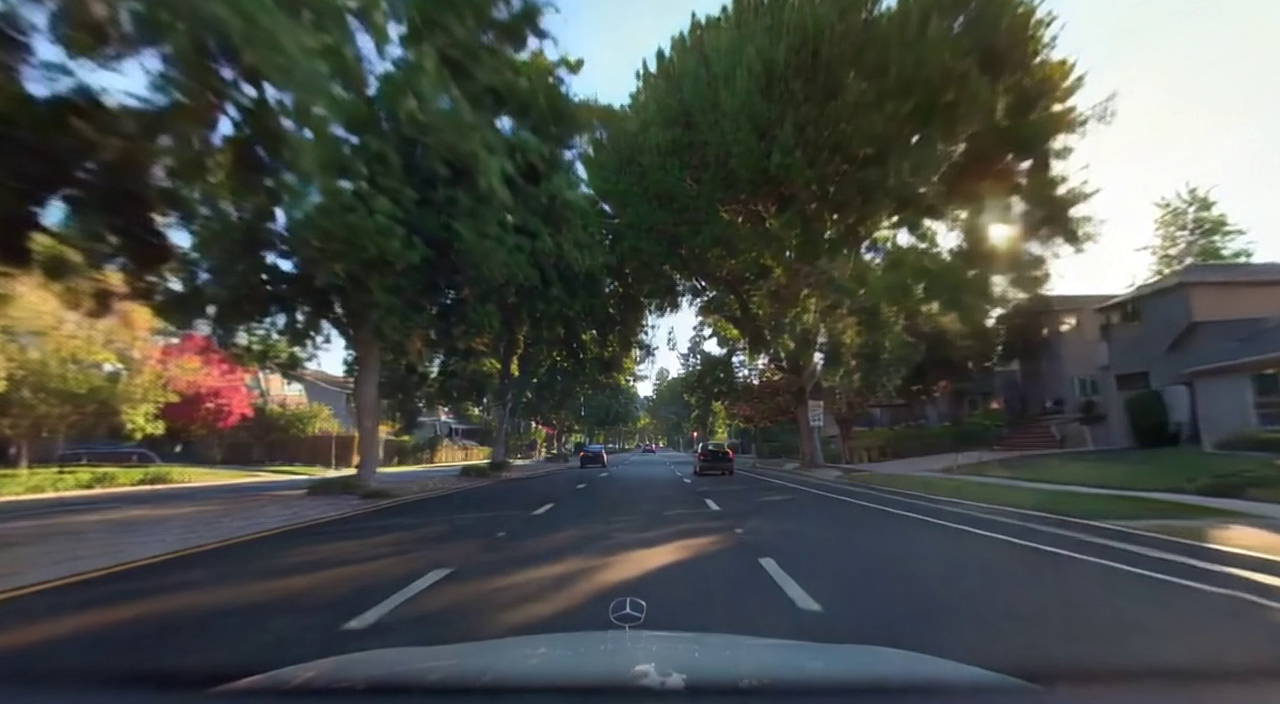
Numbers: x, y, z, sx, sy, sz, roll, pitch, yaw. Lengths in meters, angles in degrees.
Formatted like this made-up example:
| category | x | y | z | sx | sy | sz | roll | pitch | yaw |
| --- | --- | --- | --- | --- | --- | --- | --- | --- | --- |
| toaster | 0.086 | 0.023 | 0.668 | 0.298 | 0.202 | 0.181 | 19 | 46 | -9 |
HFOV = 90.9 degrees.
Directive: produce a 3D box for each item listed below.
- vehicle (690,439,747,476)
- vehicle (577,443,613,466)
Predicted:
| category | x | y | z | sx | sy | sz | roll | pitch | yaw |
| --- | --- | --- | --- | --- | --- | --- | --- | --- | --- |
| vehicle | 3.453 | 4.752 | 28.584 | 1.992 | 1.511 | 4.464 | 0 | -9 | 0 |
| vehicle | -3.036 | 7.050 | 43.488 | 2.011 | 1.480 | 4.517 | 0 | -9 | 2 |
